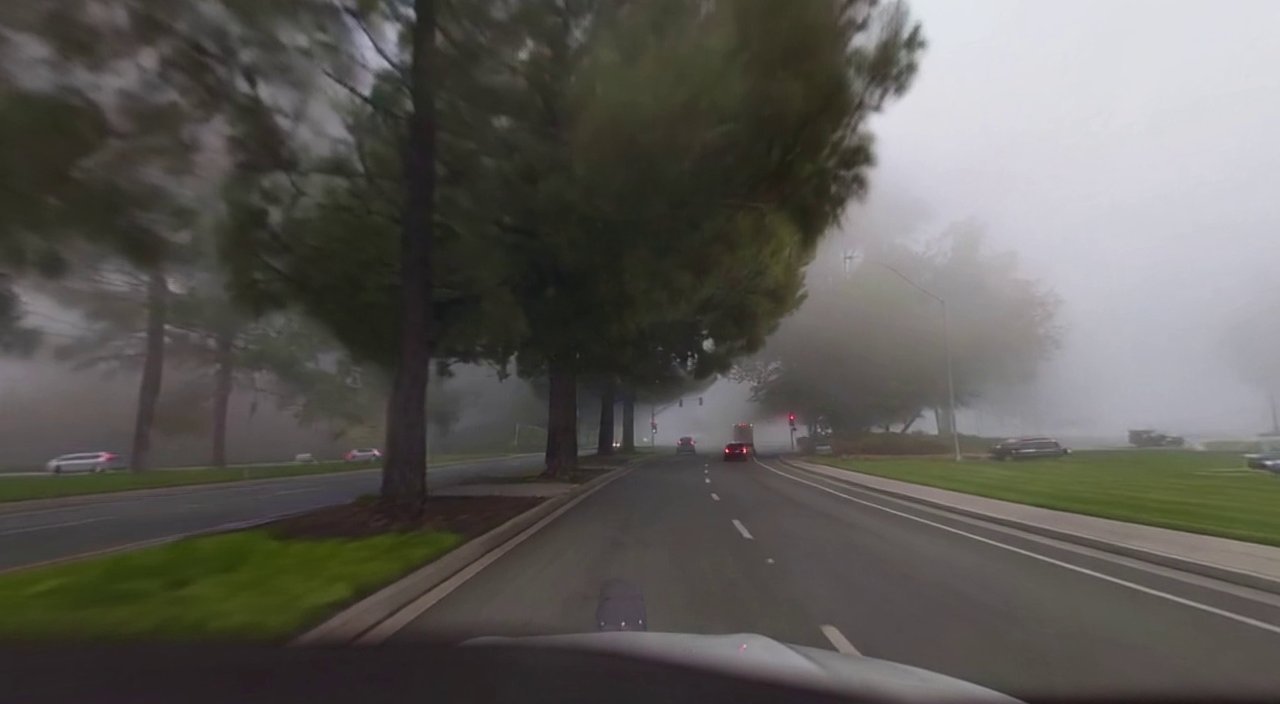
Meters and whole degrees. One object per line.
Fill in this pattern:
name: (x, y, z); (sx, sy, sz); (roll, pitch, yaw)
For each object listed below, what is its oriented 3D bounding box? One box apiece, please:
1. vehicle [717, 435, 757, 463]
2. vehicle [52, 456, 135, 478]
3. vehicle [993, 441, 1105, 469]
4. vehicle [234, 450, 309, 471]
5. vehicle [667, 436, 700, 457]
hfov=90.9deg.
vehicle: (5.464, 5.520, 36.075); (1.989, 1.497, 4.436); (-1, -8, 5)
vehicle: (-38.971, 8.170, 44.998); (4.442, 1.464, 1.839); (-1, -8, 7)
vehicle: (21.806, 5.484, 33.780); (4.627, 1.418, 1.800); (-1, -8, 8)
vehicle: (-26.186, 7.683, 44.878); (4.275, 1.430, 1.878); (-1, -8, 6)
vehicle: (3.279, 7.005, 46.910); (2.066, 1.482, 4.273); (-1, -8, 8)
